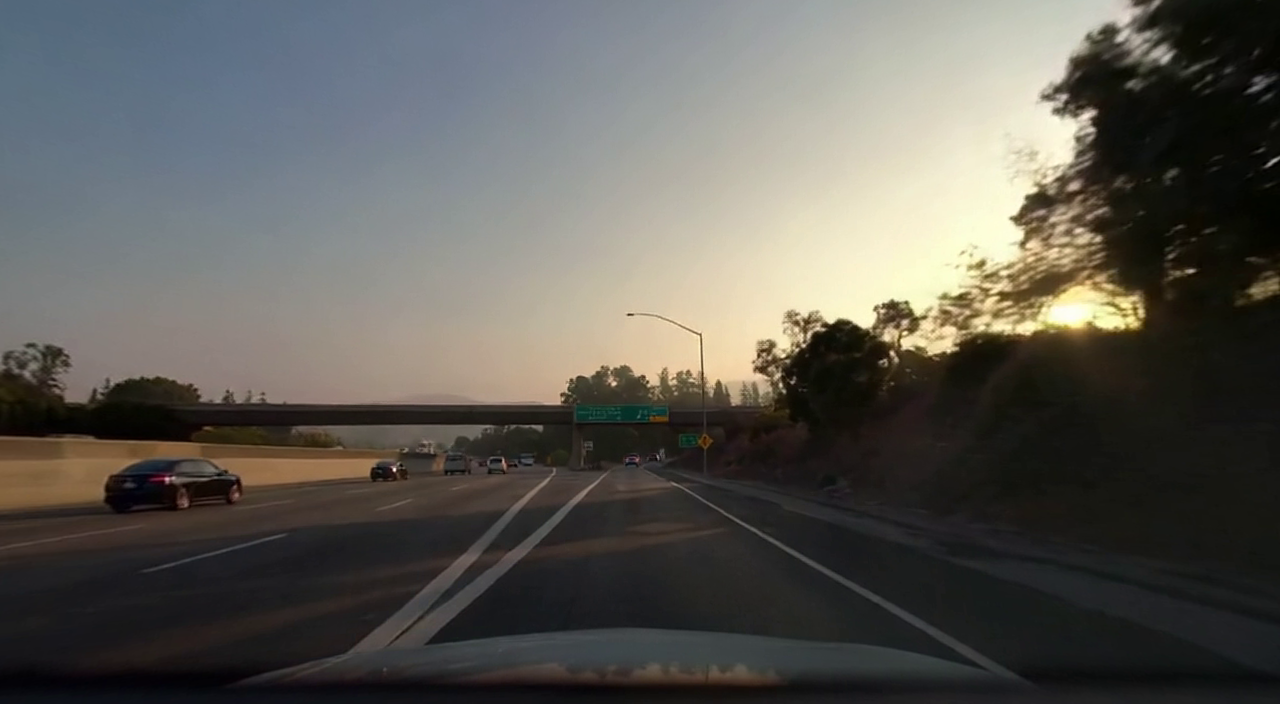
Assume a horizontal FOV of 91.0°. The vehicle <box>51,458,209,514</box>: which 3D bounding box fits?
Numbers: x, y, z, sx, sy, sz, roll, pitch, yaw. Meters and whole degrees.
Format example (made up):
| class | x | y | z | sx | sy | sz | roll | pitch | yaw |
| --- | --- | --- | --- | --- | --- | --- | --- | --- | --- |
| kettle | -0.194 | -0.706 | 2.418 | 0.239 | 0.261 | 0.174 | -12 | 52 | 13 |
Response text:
| class | x | y | z | sx | sy | sz | roll | pitch | yaw |
| --- | --- | --- | --- | --- | --- | --- | --- | --- | --- |
| vehicle | -17.517 | 4.603 | 21.963 | 2.093 | 1.735 | 4.285 | 1 | -10 | -5 |
